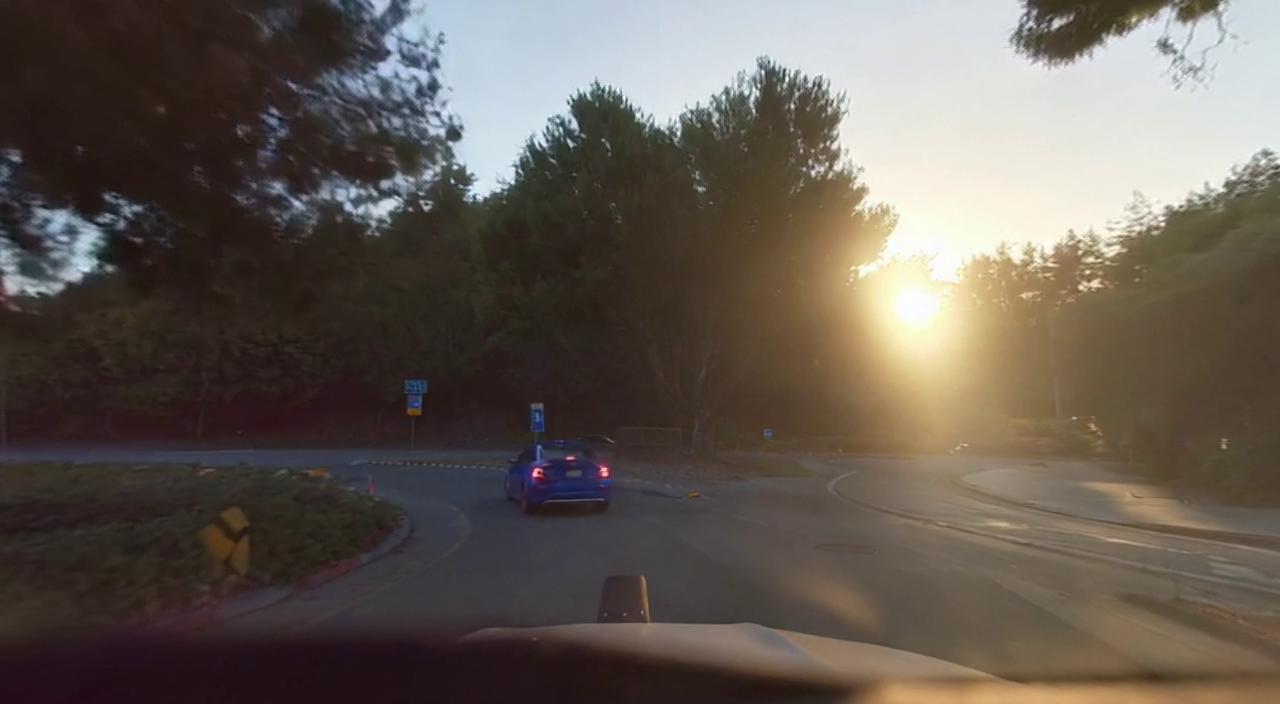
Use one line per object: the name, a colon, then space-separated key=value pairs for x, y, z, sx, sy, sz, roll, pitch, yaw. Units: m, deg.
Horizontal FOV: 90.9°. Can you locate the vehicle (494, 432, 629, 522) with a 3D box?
vehicle: x=-1.847 y=2.608 z=13.644 sx=2.078 sy=1.607 sz=4.010 roll=3 pitch=-10 yaw=-19
